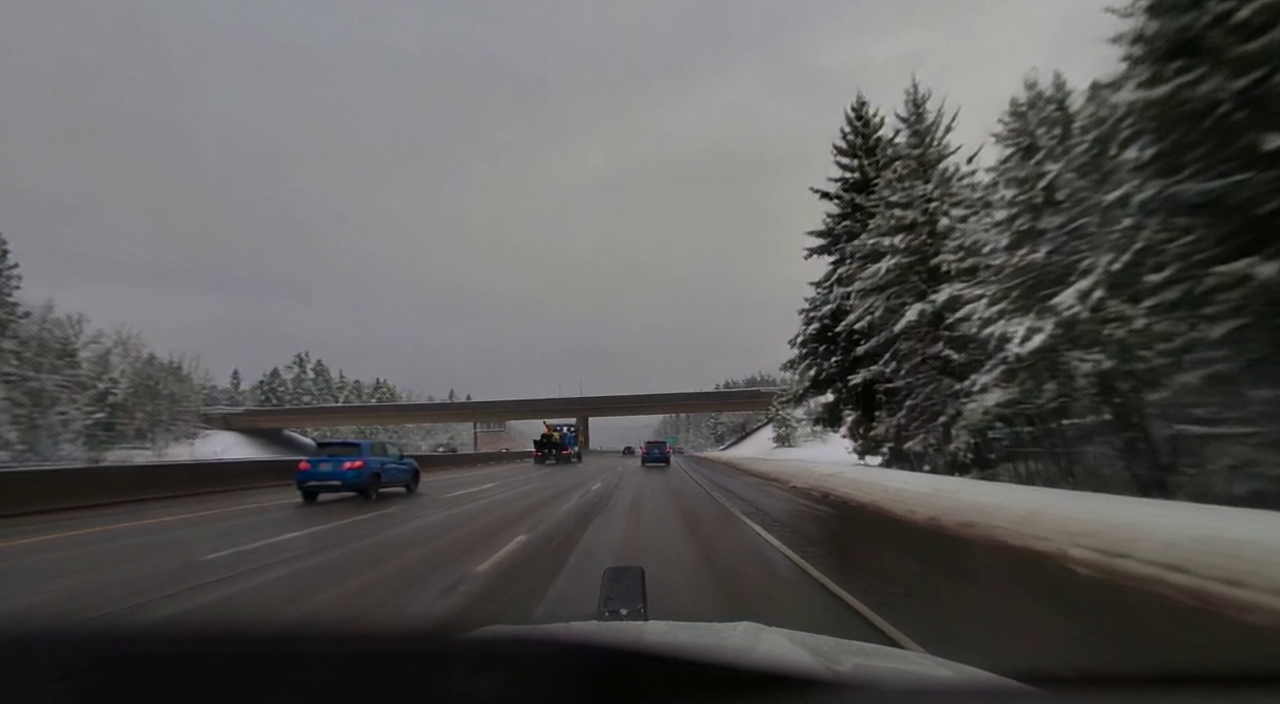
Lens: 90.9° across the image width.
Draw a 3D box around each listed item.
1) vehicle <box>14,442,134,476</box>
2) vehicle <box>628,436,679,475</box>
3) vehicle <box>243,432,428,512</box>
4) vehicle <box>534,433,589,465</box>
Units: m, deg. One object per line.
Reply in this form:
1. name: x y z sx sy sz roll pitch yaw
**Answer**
1. vehicle: -31.537 5.960 35.369 2.012 1.767 4.957 -1 -8 2
2. vehicle: 0.685 5.029 30.832 2.336 1.722 4.212 0 -8 2
3. vehicle: -7.062 2.820 15.328 2.115 1.644 4.513 -1 -8 2
4. vehicle: -5.756 7.282 47.467 2.827 2.236 7.057 -1 -8 3
